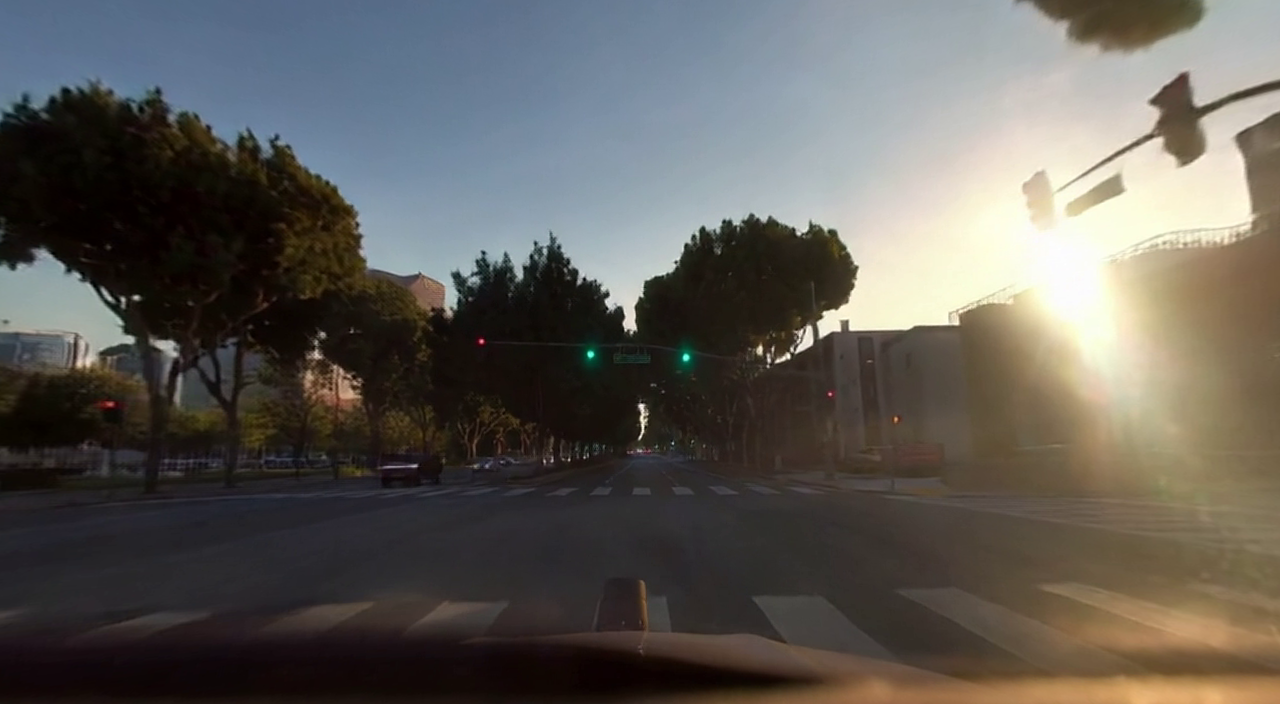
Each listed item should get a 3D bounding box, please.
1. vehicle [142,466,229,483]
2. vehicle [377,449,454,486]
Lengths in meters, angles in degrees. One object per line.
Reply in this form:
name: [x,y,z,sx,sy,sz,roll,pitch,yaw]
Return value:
vehicle: [-30.548,8.239,42.254,4.611,1.021,1.473,1,-8,-4]
vehicle: [-11.528,5.936,32.640,2.069,1.673,4.853,-1,-8,1]
